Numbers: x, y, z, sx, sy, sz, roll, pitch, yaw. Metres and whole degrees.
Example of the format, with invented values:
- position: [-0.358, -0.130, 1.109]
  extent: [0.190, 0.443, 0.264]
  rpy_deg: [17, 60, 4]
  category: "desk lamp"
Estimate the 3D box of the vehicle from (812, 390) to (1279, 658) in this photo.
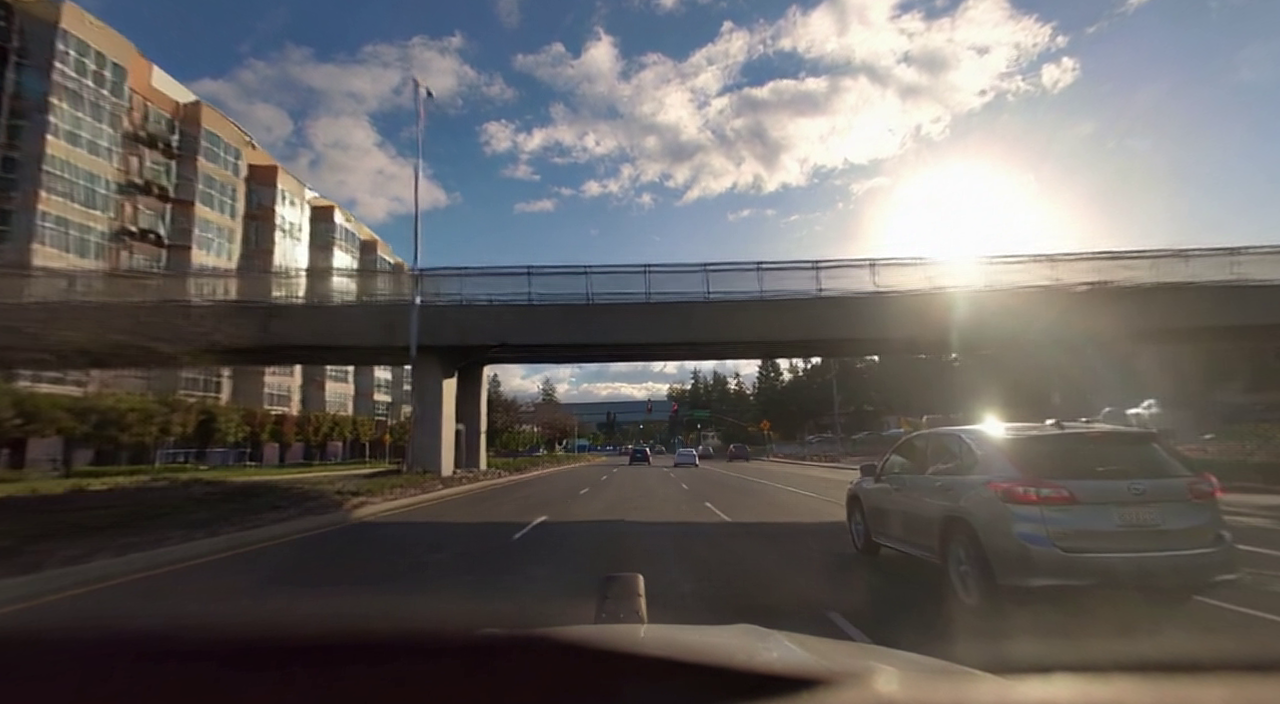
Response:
- position: [3.493, 1.477, 6.554]
  extent: [2.130, 1.741, 4.665]
  rpy_deg: [0, -9, 1]
  category: "vehicle"

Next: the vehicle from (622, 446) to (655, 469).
- position: [-0.089, 7.400, 44.553]
  extent: [2.173, 1.498, 4.528]
  rpy_deg: [0, -9, 0]
  category: "vehicle"

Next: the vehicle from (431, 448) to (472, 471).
- position: [-14.122, 8.062, 47.535]
  extent: [1.812, 1.511, 4.123]
  rpy_deg: [-1, -7, 0]
  category: "vehicle"

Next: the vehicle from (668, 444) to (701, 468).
- position: [3.364, 7.913, 48.233]
  extent: [2.165, 1.708, 3.928]
  rpy_deg: [0, -9, -1]
  category: "vehicle"
